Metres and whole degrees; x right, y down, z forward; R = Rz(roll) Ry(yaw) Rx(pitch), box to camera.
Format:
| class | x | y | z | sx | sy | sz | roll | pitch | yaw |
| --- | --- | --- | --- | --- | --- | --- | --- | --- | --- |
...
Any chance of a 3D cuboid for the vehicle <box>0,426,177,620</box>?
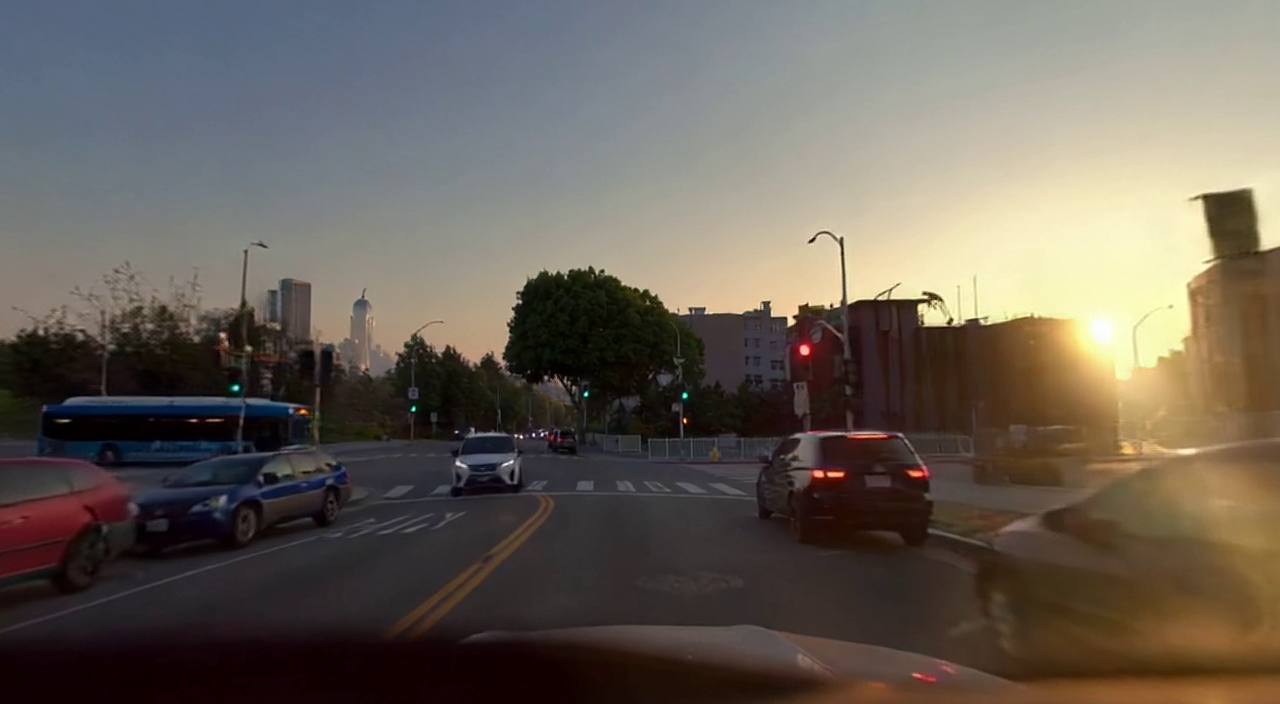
| class | x | y | z | sx | sy | sz | roll | pitch | yaw |
| --- | --- | --- | --- | --- | --- | --- | --- | --- | --- |
| vehicle | -6.823 | 1.596 | 5.900 | 1.893 | 1.758 | 4.019 | -1 | -9 | 0 |

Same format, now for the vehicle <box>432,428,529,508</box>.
| class | x | y | z | sx | sy | sz | roll | pitch | yaw |
| --- | --- | --- | --- | --- | --- | --- | --- | --- | --- |
| vehicle | -4.483 | 3.093 | 17.211 | 2.148 | 1.818 | 4.791 | 3 | -10 | -18 |

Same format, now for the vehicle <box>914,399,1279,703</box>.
| class | x | y | z | sx | sy | sz | roll | pitch | yaw |
| --- | --- | --- | --- | --- | --- | --- | --- | --- | --- |
| vehicle | 3.119 | 0.919 | 2.235 | 2.032 | 1.474 | 4.795 | 0 | -9 | -1 |

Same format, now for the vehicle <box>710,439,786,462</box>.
| class | x | y | z | sx | sy | sz | roll | pitch | yaw |
| --- | --- | --- | --- | --- | --- | --- | --- | --- | --- |
| vehicle | 6.756 | 6.224 | 39.885 | 4.451 | 1.422 | 1.744 | 0 | -9 | -1 |

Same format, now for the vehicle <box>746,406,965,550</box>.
| class | x | y | z | sx | sy | sz | roll | pitch | yaw |
| --- | --- | --- | --- | --- | --- | --- | --- | --- | --- |
| vehicle | 3.328 | 2.091 | 11.016 | 2.052 | 1.929 | 4.747 | 0 | -9 | -1 |

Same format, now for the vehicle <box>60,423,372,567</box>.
| class | x | y | z | sx | sy | sz | roll | pitch | yaw |
| --- | --- | --- | --- | --- | --- | --- | --- | --- | --- |
| vehicle | -6.766 | 2.315 | 11.024 | 2.132 | 1.801 | 4.885 | -3 | -9 | -1 |

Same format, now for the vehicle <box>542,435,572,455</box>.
| class | x | y | z | sx | sy | sz | roll | pitch | yaw |
| --- | --- | --- | --- | --- | --- | --- | --- | --- | --- |
| vehicle | -6.364 | 7.219 | 48.976 | 1.799 | 1.468 | 3.693 | -1 | -9 | 0 |
